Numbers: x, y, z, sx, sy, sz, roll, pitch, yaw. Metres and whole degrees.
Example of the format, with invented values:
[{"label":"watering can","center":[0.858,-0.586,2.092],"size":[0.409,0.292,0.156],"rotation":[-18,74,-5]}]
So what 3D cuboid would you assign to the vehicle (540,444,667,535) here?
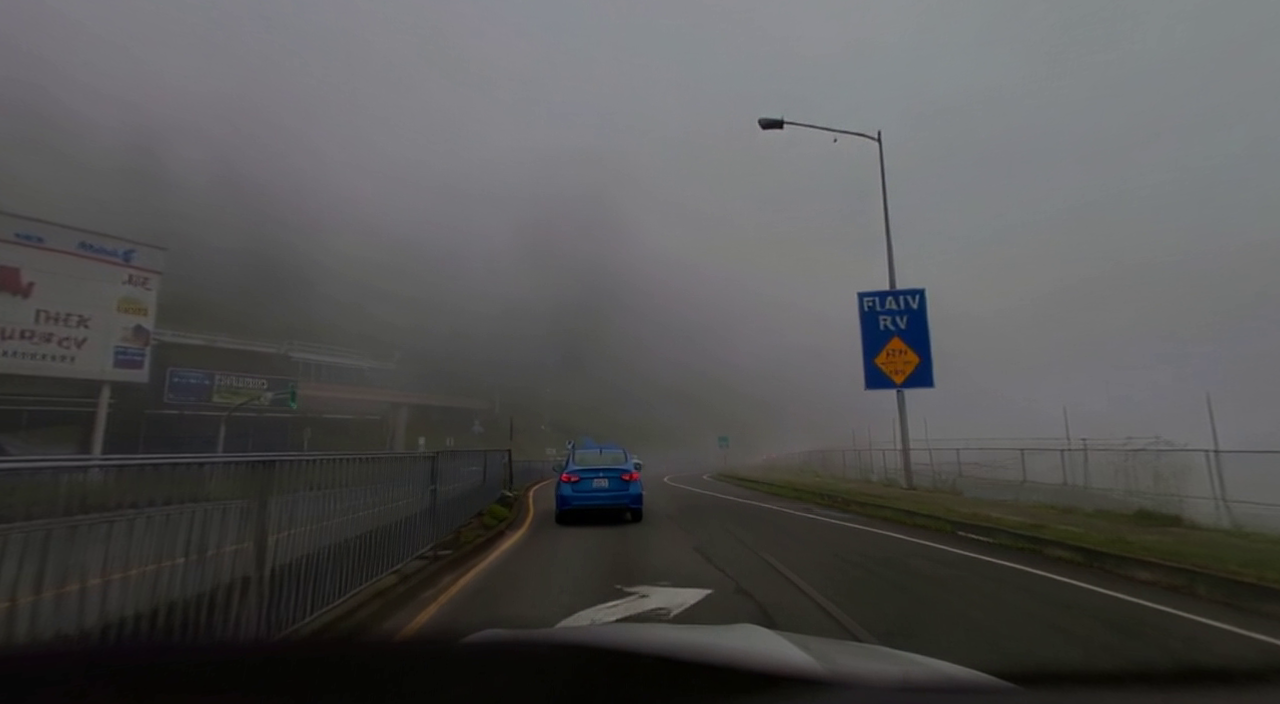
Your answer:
[{"label":"vehicle","center":[-0.757,2.540,12.267],"size":[2.063,1.442,3.933],"rotation":[0,-9,-5]}]
